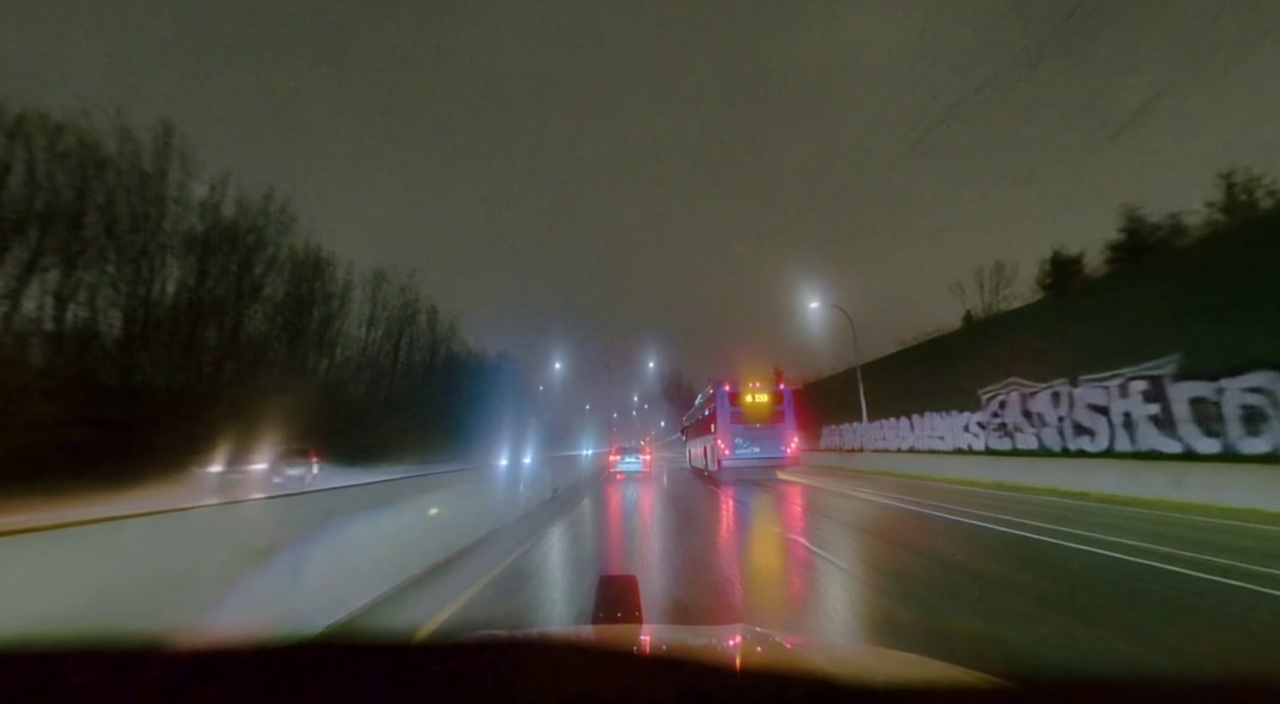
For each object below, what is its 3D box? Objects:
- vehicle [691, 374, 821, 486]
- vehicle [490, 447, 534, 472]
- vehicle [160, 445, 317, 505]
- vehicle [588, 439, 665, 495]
[{"bbox_3d":[4.108,3.388,25.818,3.055,3.479,12.521,-1,-9,1],"label":"vehicle"},{"bbox_3d":[-8.410,7.110,41.629,1.922,1.560,4.165,-1,-9,2],"label":"vehicle"},{"bbox_3d":[-12.556,3.840,20.026,2.029,1.647,4.323,-1,-9,2],"label":"vehicle"},{"bbox_3d":[-0.328,3.564,19.720,2.160,1.532,4.073,-1,-9,1],"label":"vehicle"}]
